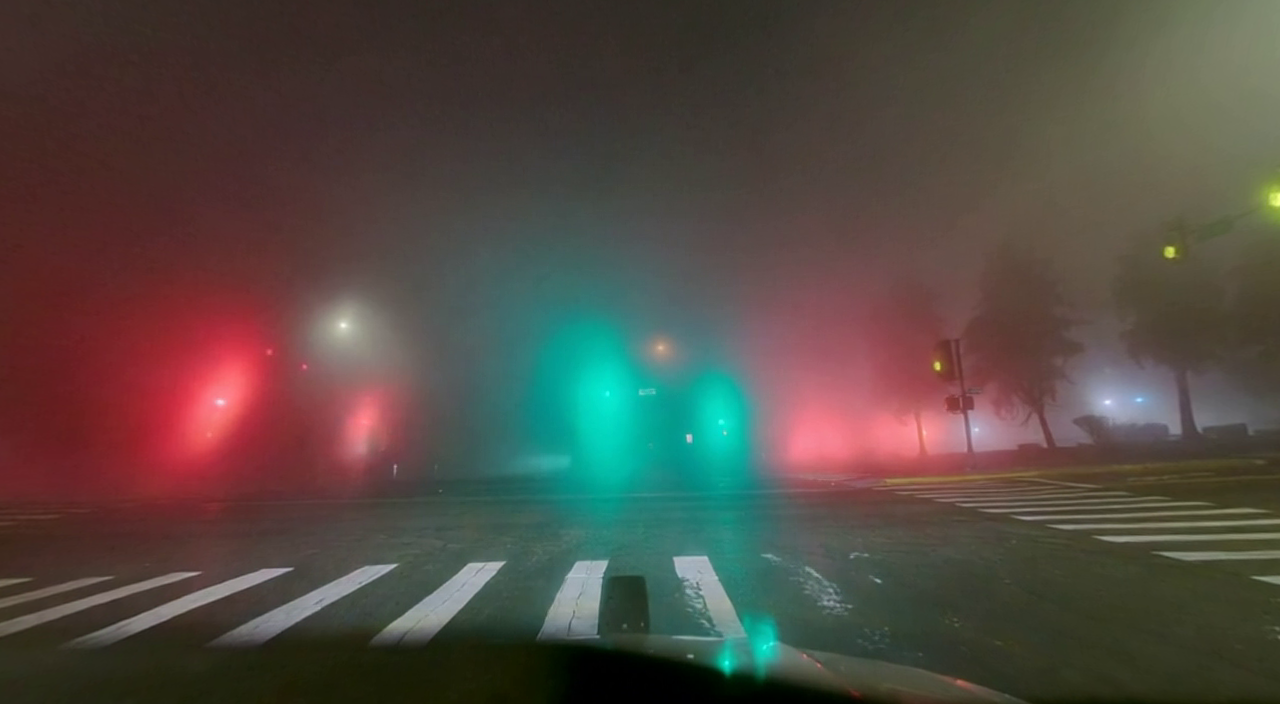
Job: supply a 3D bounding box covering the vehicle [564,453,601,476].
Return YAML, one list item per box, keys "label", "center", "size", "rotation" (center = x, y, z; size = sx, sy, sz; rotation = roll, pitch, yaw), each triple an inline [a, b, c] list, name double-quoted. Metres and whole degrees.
- label: "vehicle"
  center: [-4.480, 8.849, 49.835]
  size: [2.030, 1.704, 4.205]
  rotation: [-1, -8, 7]
